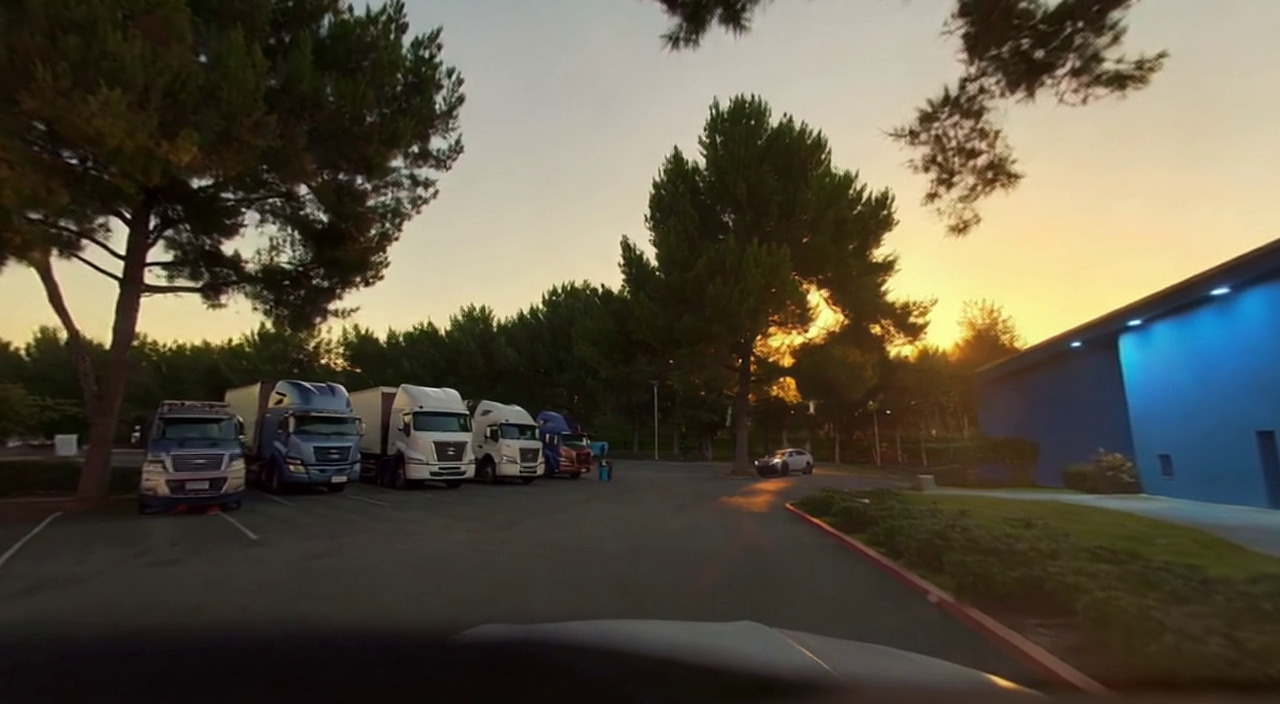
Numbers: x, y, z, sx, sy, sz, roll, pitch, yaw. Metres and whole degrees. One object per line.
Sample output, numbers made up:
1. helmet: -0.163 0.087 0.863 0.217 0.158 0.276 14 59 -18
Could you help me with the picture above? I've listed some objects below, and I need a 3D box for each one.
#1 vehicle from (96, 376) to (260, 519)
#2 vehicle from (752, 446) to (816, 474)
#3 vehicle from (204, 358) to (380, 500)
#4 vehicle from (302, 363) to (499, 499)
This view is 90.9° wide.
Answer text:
1. vehicle: -12.811 2.602 17.153 2.674 3.007 7.819 8 -12 -40
2. vehicle: 8.083 6.024 35.310 3.473 1.506 1.809 8 -12 -44
3. vehicle: -12.962 2.932 22.683 3.038 3.871 11.512 7 -12 -40
4. vehicle: -9.757 3.191 24.331 2.948 4.069 11.906 7 -12 -41
